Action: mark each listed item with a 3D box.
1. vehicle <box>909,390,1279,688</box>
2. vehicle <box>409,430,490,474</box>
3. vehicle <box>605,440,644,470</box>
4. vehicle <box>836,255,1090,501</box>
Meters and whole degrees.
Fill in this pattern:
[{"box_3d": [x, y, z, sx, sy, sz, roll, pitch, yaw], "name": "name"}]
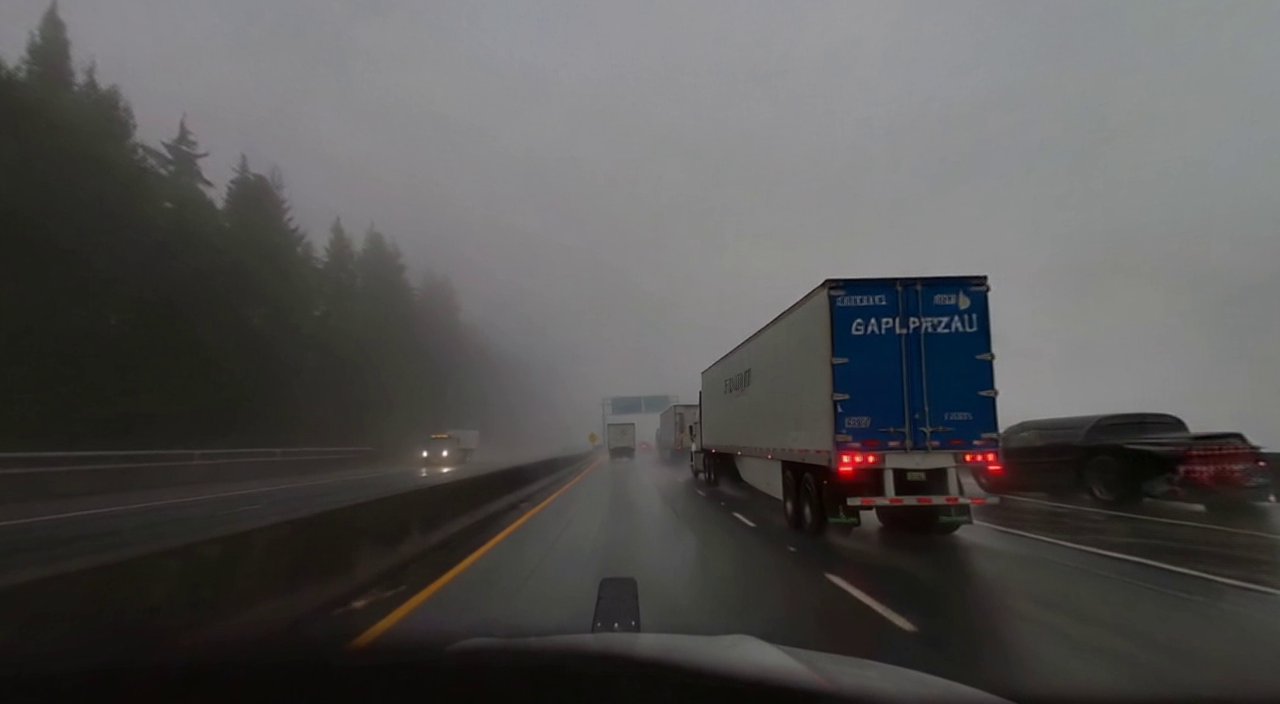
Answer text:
[{"box_3d": [4.590, 1.234, 5.297, 4.253, 1.543, 2.045, 4, -9, -30], "name": "vehicle"}, {"box_3d": [-12.754, 6.744, 43.111, 2.774, 2.621, 9.453, 0, -8, -1], "name": "vehicle"}, {"box_3d": [-0.821, 5.443, 33.475, 1.943, 1.491, 3.459, 0, -8, -2], "name": "vehicle"}, {"box_3d": [4.282, 0.417, 8.806, 2.244, 3.047, 2.035, 0, -8, -2], "name": "vehicle"}]
